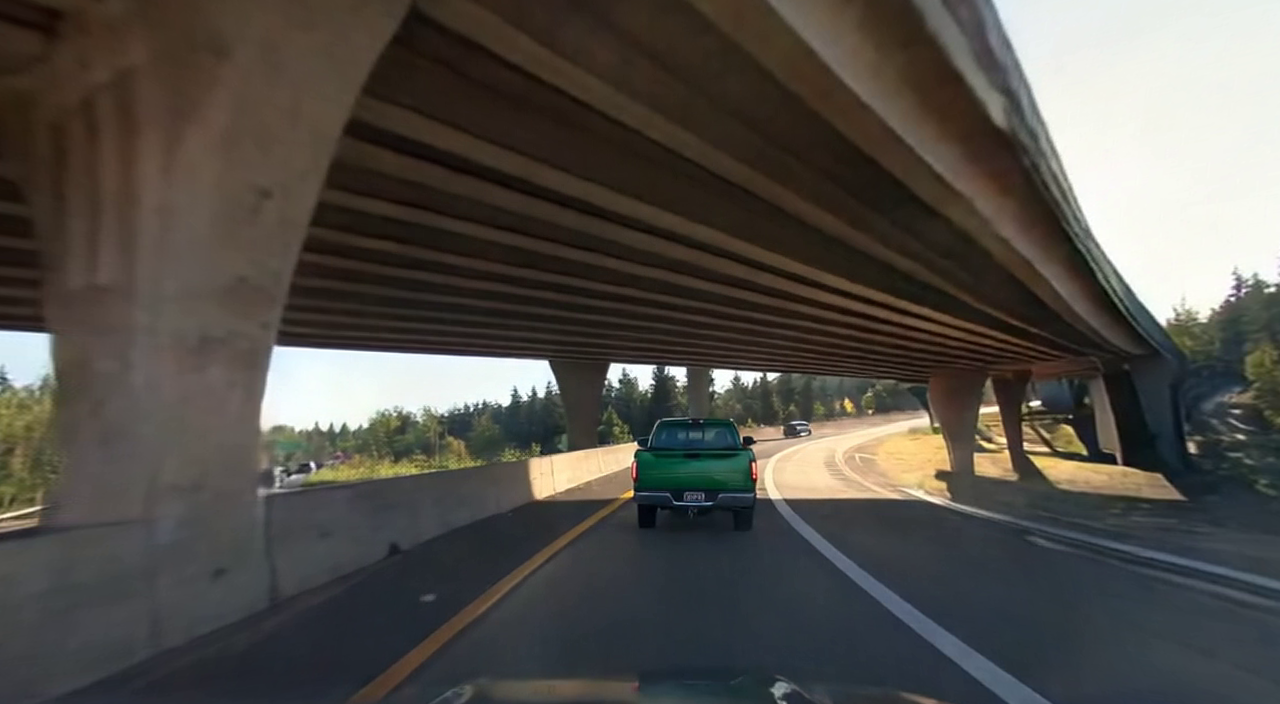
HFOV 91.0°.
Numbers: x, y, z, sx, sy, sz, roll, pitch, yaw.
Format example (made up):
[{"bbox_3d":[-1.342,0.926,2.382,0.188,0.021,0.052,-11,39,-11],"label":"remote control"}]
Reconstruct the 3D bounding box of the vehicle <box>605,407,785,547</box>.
[{"bbox_3d":[0.874,1.887,10.136,2.235,1.716,4.435,-1,-9,5],"label":"vehicle"}]
